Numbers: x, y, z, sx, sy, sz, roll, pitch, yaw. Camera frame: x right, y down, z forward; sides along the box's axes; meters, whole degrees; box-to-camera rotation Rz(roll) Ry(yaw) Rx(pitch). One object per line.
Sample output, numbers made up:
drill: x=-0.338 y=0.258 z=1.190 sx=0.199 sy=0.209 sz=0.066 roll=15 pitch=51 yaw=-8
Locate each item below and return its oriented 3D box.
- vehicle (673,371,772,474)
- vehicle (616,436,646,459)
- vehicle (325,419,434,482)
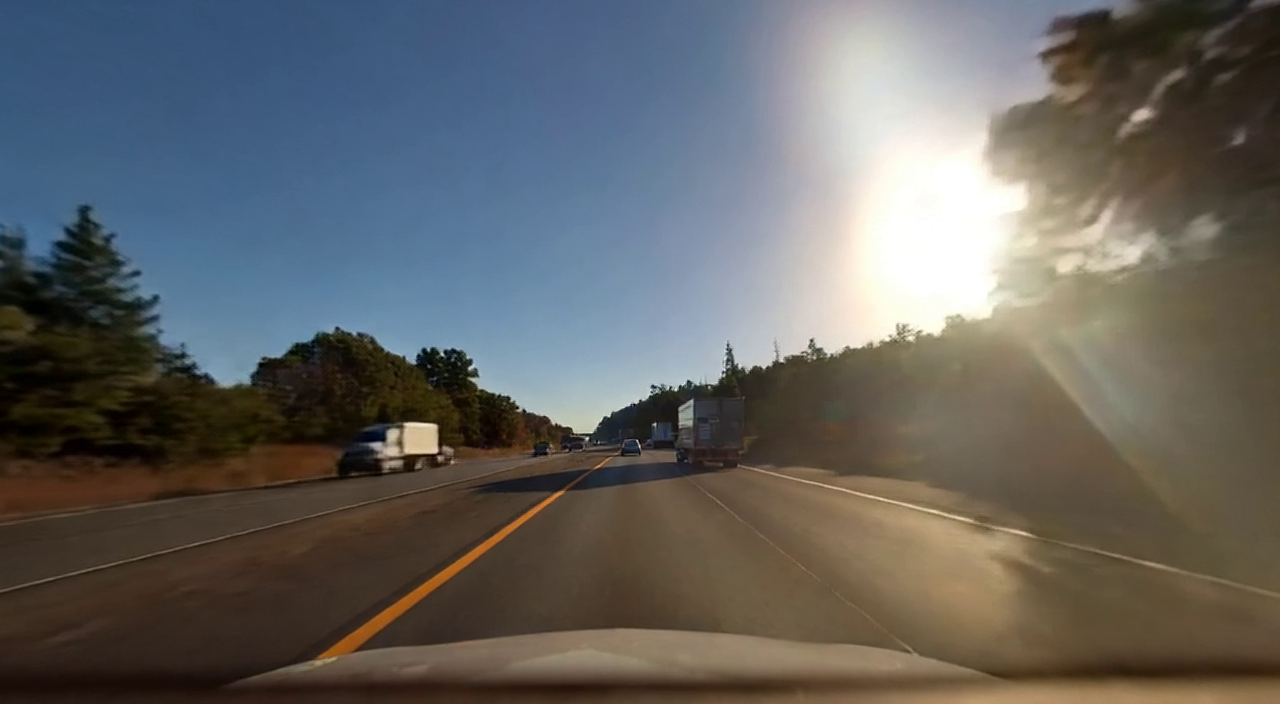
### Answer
vehicle: x=3.576 y=3.682 z=31.561 sx=2.919 sy=4.004 sz=13.911 roll=0 pitch=-8 yaw=-1
vehicle: x=-0.678 y=7.233 z=47.920 sx=2.192 sy=1.623 sz=4.887 roll=0 pitch=-8 yaw=-1
vehicle: x=-12.475 y=4.755 z=30.886 sx=2.443 sy=2.697 sz=6.997 roll=0 pitch=-8 yaw=-1
